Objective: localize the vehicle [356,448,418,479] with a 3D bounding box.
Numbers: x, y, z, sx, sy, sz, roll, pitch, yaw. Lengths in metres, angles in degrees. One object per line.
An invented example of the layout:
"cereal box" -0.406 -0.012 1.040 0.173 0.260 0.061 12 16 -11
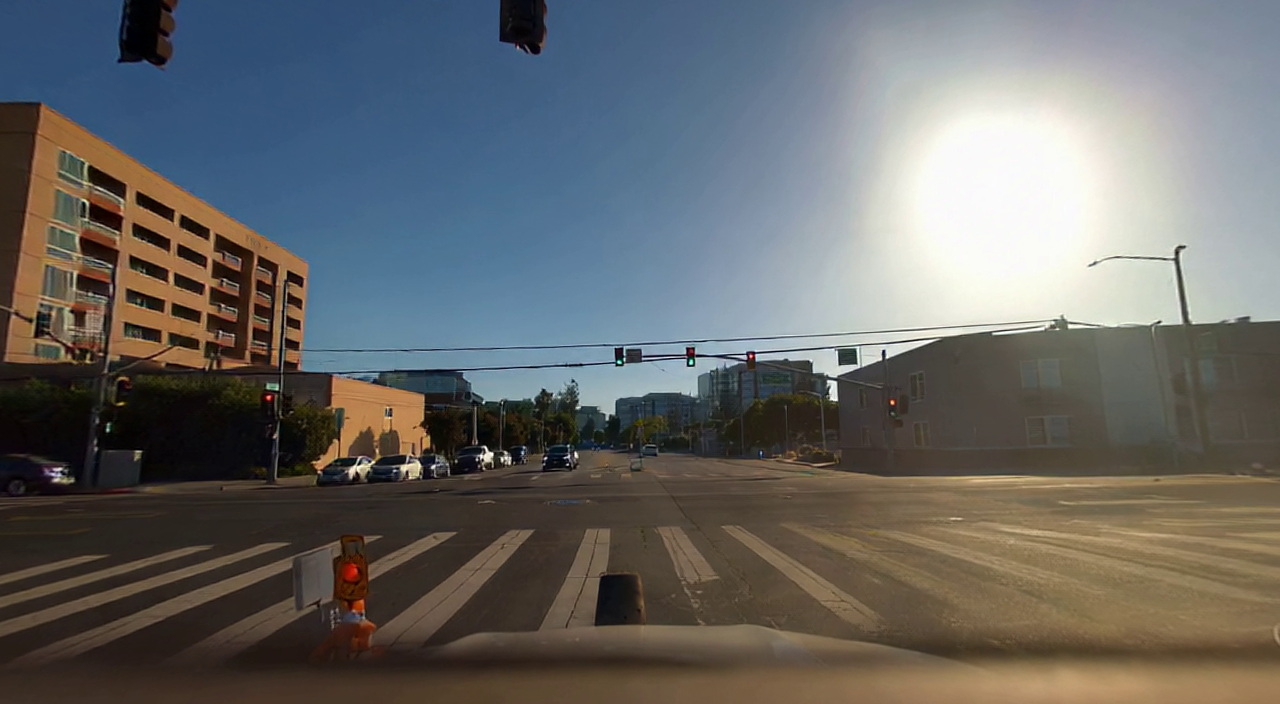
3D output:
"vehicle" -16.188 7.109 40.434 1.960 1.819 5.018 0 -9 -1

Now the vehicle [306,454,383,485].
"vehicle" -16.095 6.386 34.498 2.055 1.506 4.663 0 -9 -1

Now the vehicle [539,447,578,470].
"vehicle" -5.621 7.435 43.929 2.154 1.501 4.416 0 -9 0
